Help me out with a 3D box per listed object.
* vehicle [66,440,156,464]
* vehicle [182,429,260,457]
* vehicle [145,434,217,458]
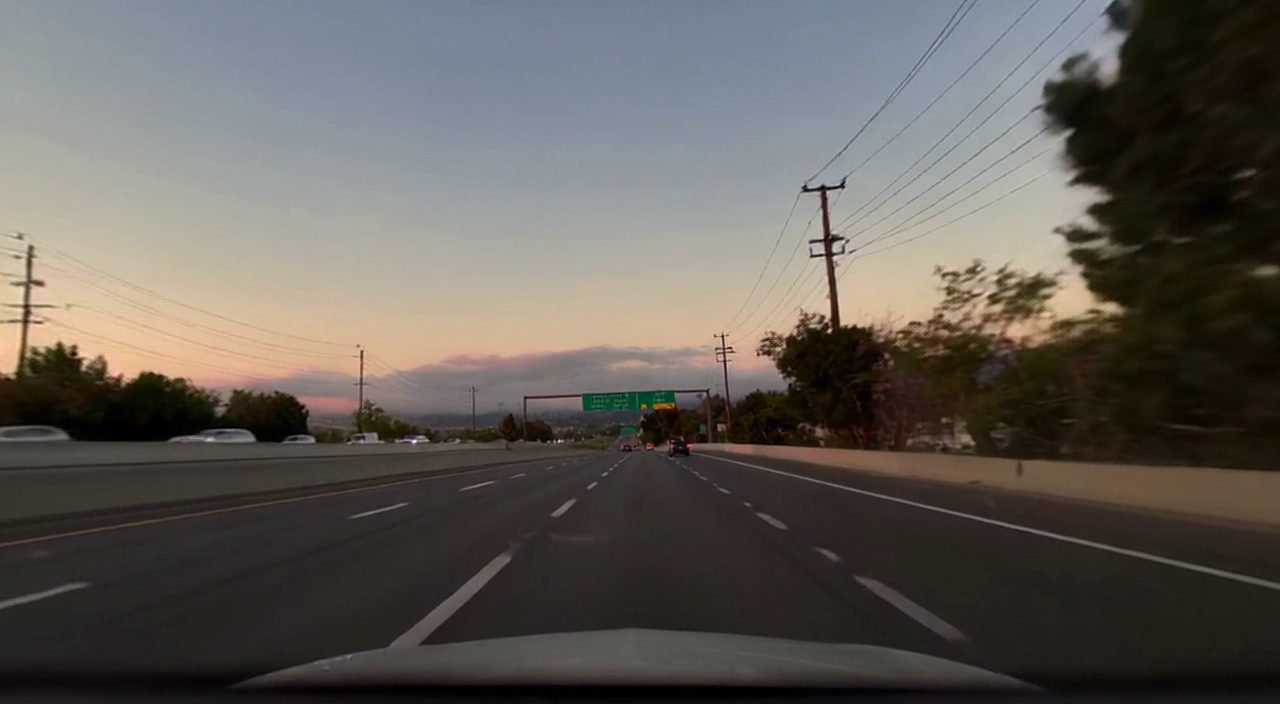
[{"bbox_3d":[-33.861,6.417,40.527,1.702,1.418,4.680,-1,-8,0],"label":"vehicle"},{"bbox_3d":[-26.397,5.749,39.898,1.924,1.655,4.406,-1,-8,-1],"label":"vehicle"},{"bbox_3d":[-30.033,6.176,41.395,1.752,1.503,3.977,-1,-8,0],"label":"vehicle"}]
